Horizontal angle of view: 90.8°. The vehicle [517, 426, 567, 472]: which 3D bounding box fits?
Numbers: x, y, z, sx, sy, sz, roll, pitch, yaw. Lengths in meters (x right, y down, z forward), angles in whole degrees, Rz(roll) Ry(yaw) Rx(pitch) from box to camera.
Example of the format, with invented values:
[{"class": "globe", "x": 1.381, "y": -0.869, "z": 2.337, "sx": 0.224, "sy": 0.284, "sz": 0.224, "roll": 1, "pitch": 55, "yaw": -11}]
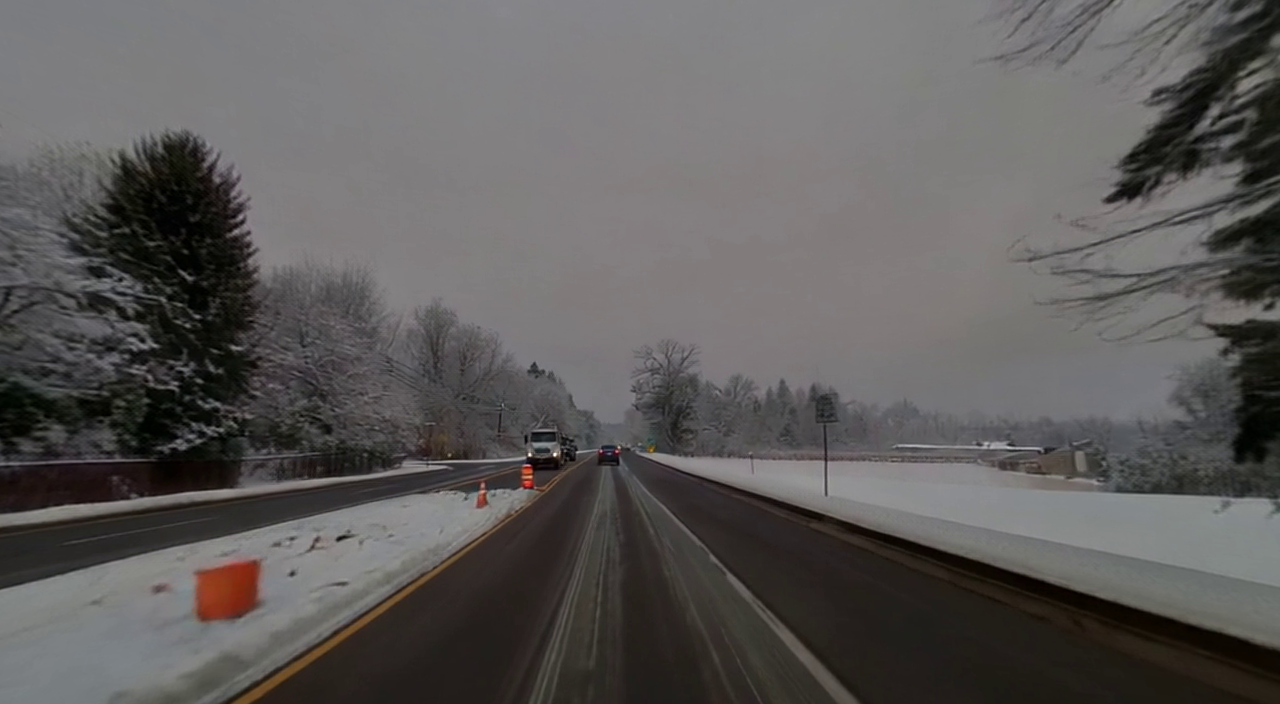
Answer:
[{"class": "vehicle", "x": -5.636, "y": 5.636, "z": 36.837, "sx": 2.380, "sy": 2.488, "sz": 4.028, "roll": 2, "pitch": -8, "yaw": -3}]
